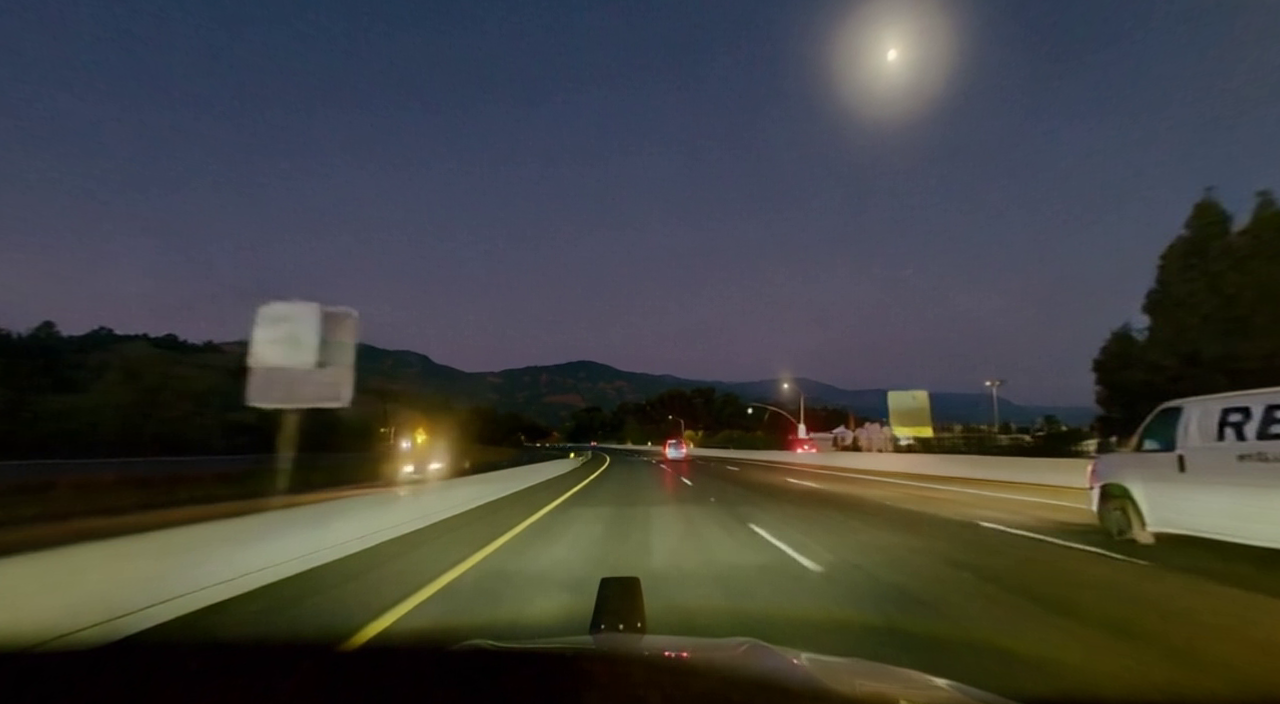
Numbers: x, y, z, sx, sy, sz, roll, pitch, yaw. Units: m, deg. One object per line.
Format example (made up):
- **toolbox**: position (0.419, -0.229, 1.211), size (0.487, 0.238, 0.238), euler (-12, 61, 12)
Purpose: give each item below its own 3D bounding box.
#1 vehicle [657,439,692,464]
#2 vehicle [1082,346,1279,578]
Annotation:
- **vehicle**: position (2.640, 7.724, 49.233), size (2.210, 1.815, 4.571), euler (1, -8, -3)
- **vehicle**: position (6.880, 0.937, 5.308), size (2.275, 2.059, 5.543), euler (0, -8, 0)
